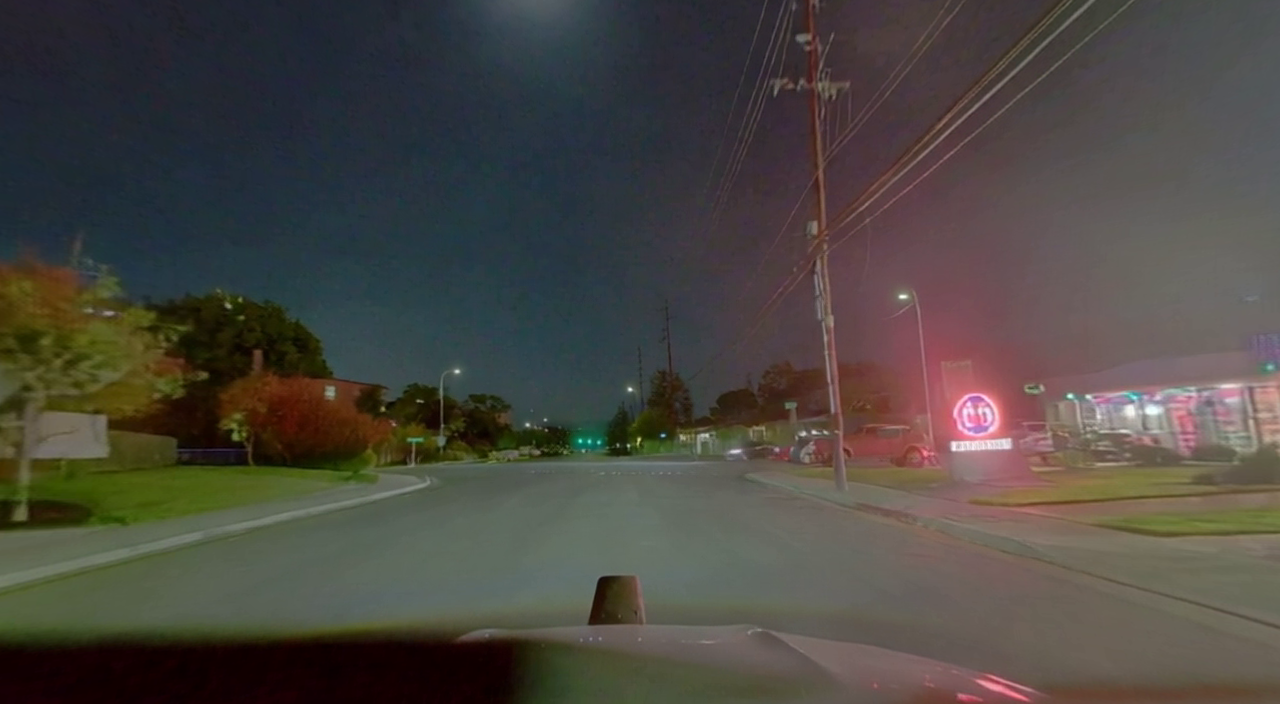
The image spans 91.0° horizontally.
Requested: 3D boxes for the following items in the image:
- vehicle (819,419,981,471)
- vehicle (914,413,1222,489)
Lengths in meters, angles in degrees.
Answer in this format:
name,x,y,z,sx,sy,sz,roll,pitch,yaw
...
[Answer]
name,x,y,z,sx,sy,sz,roll,pitch,yaw
vehicle,10.477,3.804,25.754,5.593,1.993,2.233,0,-8,1
vehicle,10.430,2.470,15.774,6.000,1.740,2.356,0,-8,-1
